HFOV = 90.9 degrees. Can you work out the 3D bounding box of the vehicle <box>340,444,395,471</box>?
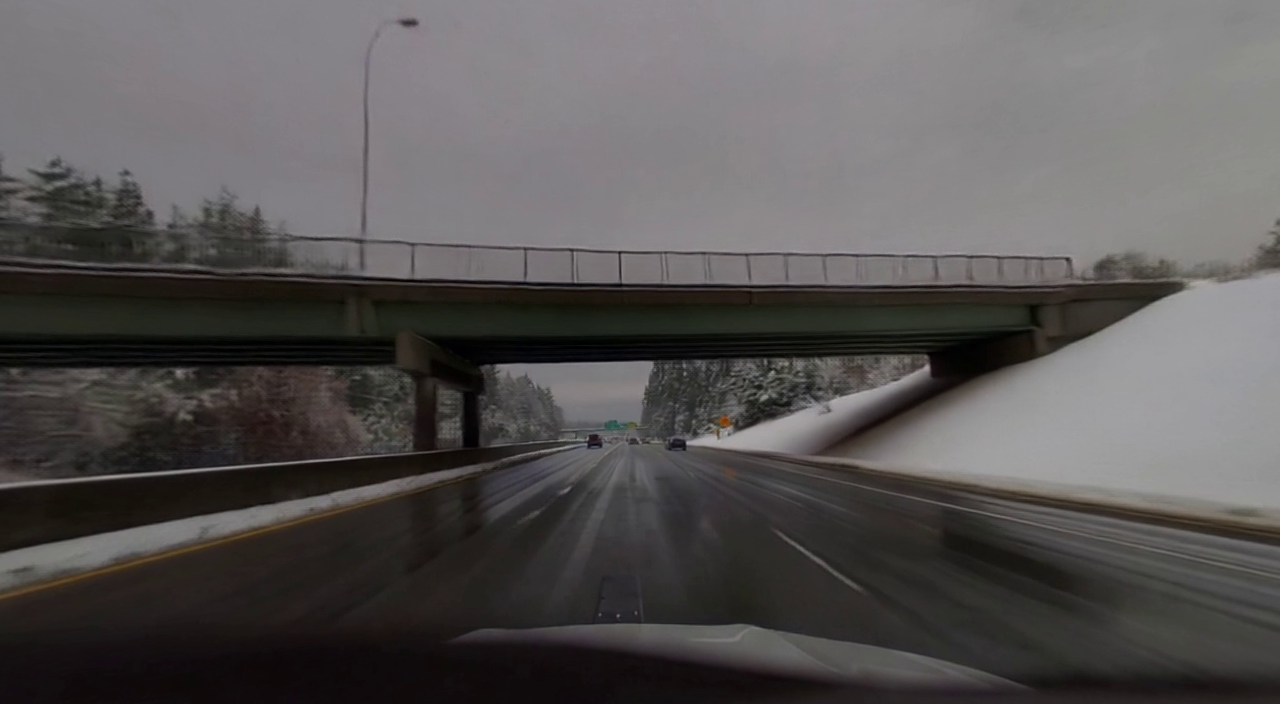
[{"bbox_3d":[-17.169,6.643,39.919,1.797,1.528,3.922,0,-8,-1],"label":"vehicle"}]
